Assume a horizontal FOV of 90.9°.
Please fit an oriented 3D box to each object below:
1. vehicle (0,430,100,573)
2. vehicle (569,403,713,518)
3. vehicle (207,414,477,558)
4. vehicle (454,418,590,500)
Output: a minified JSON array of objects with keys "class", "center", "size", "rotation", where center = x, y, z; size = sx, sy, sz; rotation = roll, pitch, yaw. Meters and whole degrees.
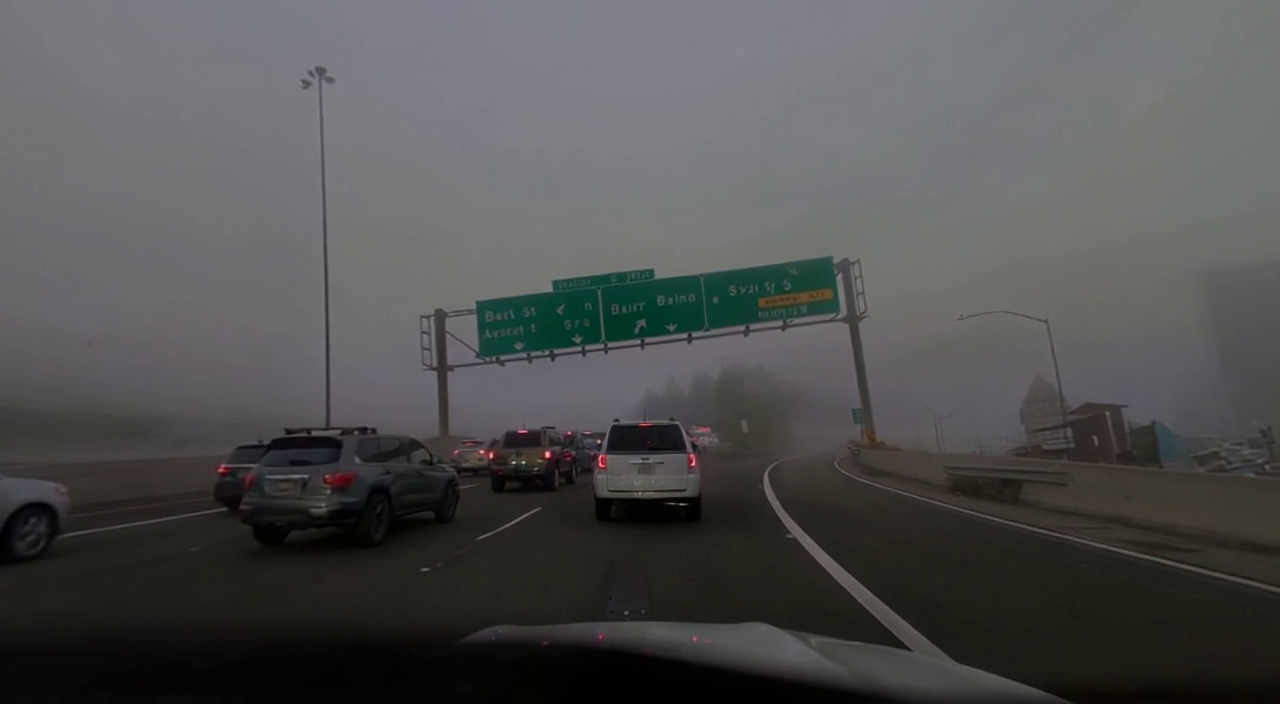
[{"class":"vehicle","center":[-7.857,1.446,5.695],"size":[1.794,1.527,4.533],"rotation":[0,-9,3]},{"class":"vehicle","center":[0.115,2.418,14.490],"size":[2.616,2.063,5.933],"rotation":[0,-9,2]},{"class":"vehicle","center":[-4.208,1.959,9.935],"size":[1.953,1.729,4.377],"rotation":[0,-9,2]},{"class":"vehicle","center":[-3.044,2.983,17.970],"size":[2.286,1.931,5.729],"rotation":[-1,-9,5]}]
